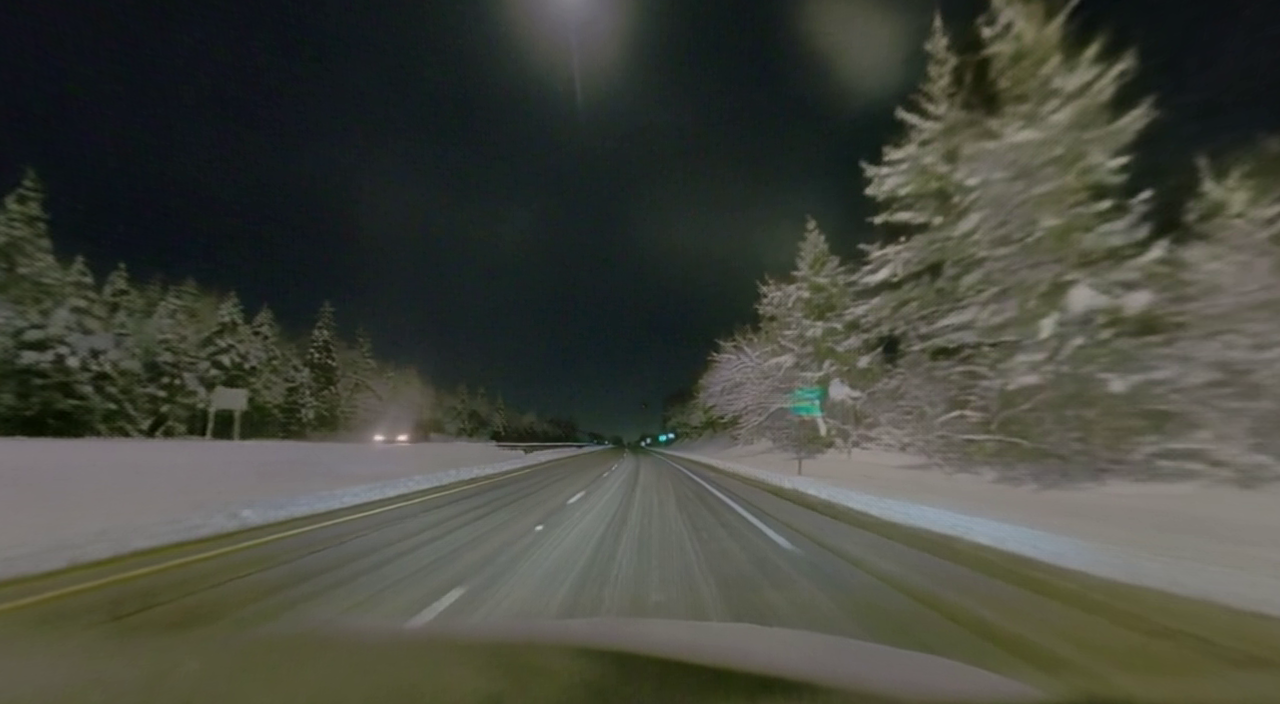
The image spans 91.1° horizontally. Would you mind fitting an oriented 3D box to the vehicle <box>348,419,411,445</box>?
[{"bbox_3d":[-18.204,5.696,44.164,2.039,1.677,5.323,0,-9,1],"label":"vehicle"}]
